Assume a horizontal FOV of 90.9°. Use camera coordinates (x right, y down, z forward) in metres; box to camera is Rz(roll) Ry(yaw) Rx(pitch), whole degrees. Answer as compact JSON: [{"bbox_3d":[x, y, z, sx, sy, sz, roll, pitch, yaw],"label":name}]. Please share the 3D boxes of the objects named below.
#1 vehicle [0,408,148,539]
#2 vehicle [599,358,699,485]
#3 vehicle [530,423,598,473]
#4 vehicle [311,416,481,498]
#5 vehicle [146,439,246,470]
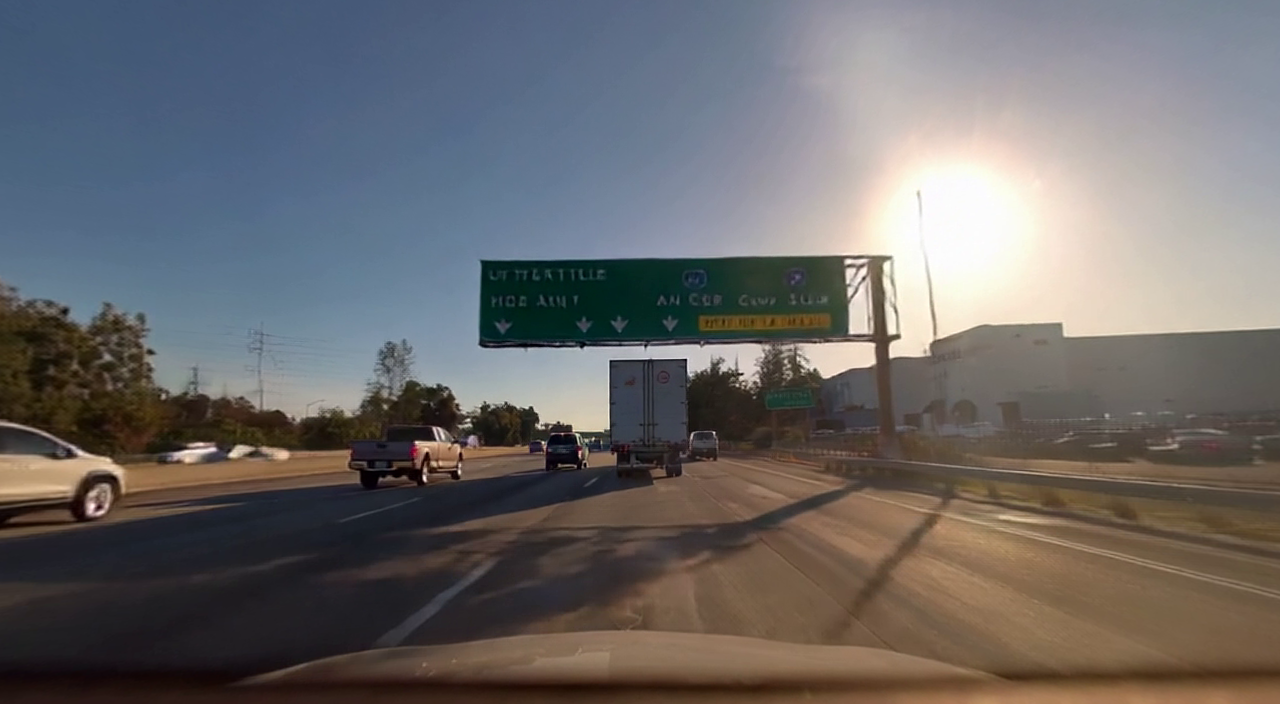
[{"bbox_3d":[-10.359,1.720,8.858,2.089,1.885,5.888,0,-9,1],"label":"vehicle"},{"bbox_3d":[0.225,2.789,23.730,2.941,3.794,9.851,0,-9,0],"label":"vehicle"},{"bbox_3d":[-3.371,4.490,29.495,2.379,2.075,6.169,0,-9,1],"label":"vehicle"},{"bbox_3d":[-6.680,2.996,18.326,2.479,1.978,5.952,0,-9,1],"label":"vehicle"},{"bbox_3d":[-24.222,5.621,34.657,1.996,1.563,4.744,0,-9,0],"label":"vehicle"}]
